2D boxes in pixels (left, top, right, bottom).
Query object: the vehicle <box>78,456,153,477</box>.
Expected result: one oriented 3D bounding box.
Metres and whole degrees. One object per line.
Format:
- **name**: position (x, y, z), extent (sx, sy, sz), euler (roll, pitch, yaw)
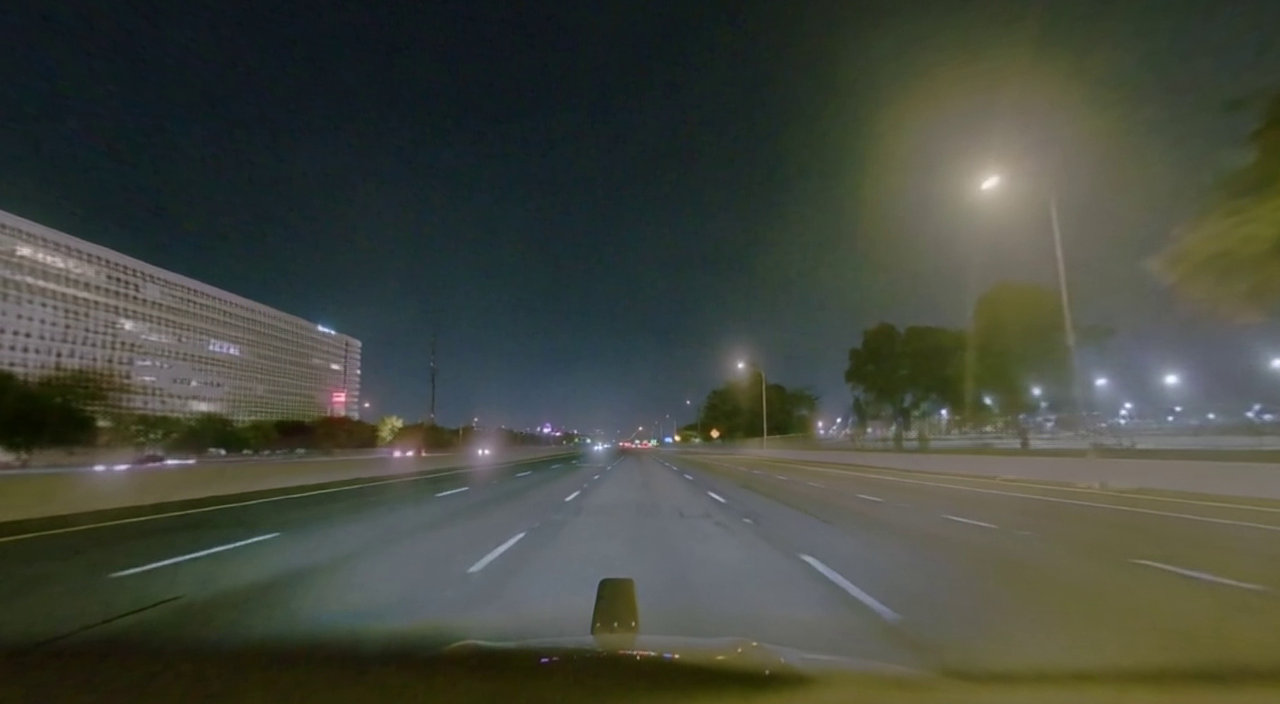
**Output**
- **vehicle**: position (-40.235, 8.794, 48.571), extent (1.789, 1.457, 4.444), euler (-1, -9, 2)
